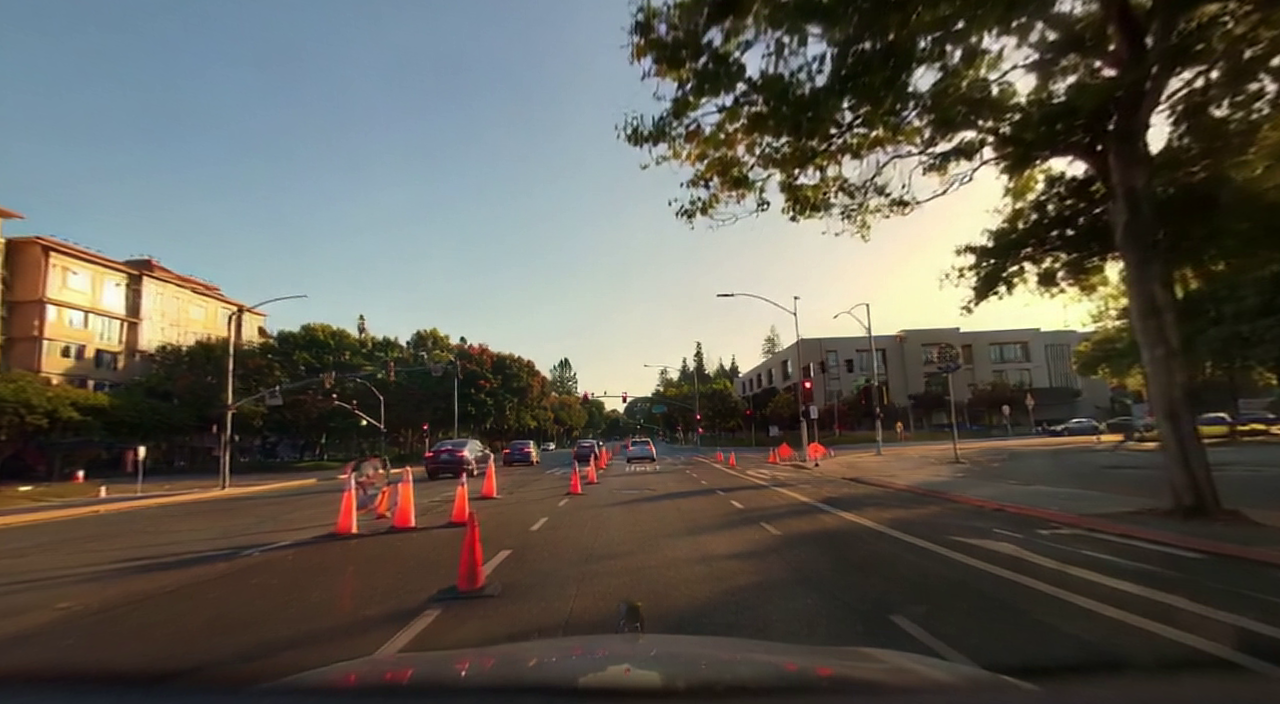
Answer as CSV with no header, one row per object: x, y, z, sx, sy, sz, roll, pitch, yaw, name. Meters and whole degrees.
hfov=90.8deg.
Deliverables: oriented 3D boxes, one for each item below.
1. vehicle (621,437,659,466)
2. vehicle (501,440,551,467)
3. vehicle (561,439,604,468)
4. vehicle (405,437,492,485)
-0.002,5.513,35.158,1.985,1.521,3.968,0,-8,1,vehicle
-6.654,5.995,37.445,2.074,1.447,4.224,0,-8,2,vehicle
-3.109,5.574,34.816,1.946,1.437,4.154,0,-8,1,vehicle
-6.876,3.942,23.108,1.869,1.570,4.064,0,-8,0,vehicle
